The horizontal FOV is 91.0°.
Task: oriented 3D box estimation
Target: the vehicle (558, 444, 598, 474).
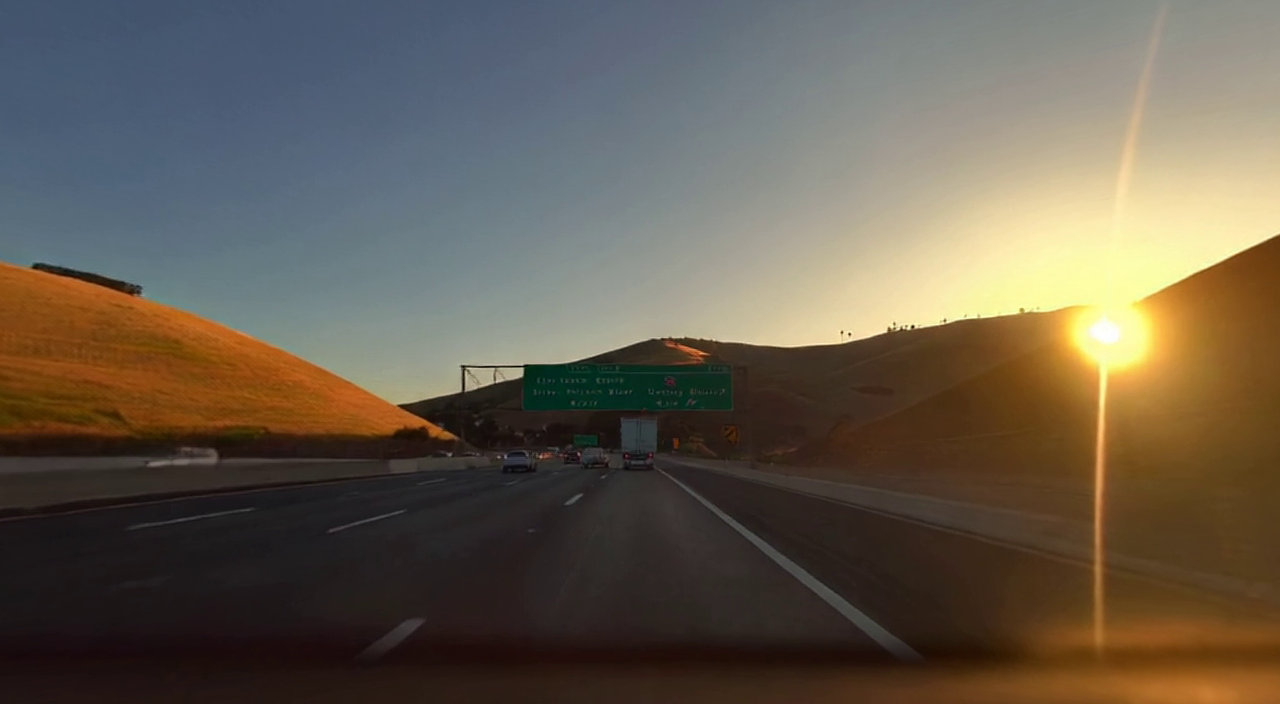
[{"bbox_3d":[-3.873,6.727,39.887,2.053,1.746,4.508,0,-9,0],"label":"vehicle"}]
